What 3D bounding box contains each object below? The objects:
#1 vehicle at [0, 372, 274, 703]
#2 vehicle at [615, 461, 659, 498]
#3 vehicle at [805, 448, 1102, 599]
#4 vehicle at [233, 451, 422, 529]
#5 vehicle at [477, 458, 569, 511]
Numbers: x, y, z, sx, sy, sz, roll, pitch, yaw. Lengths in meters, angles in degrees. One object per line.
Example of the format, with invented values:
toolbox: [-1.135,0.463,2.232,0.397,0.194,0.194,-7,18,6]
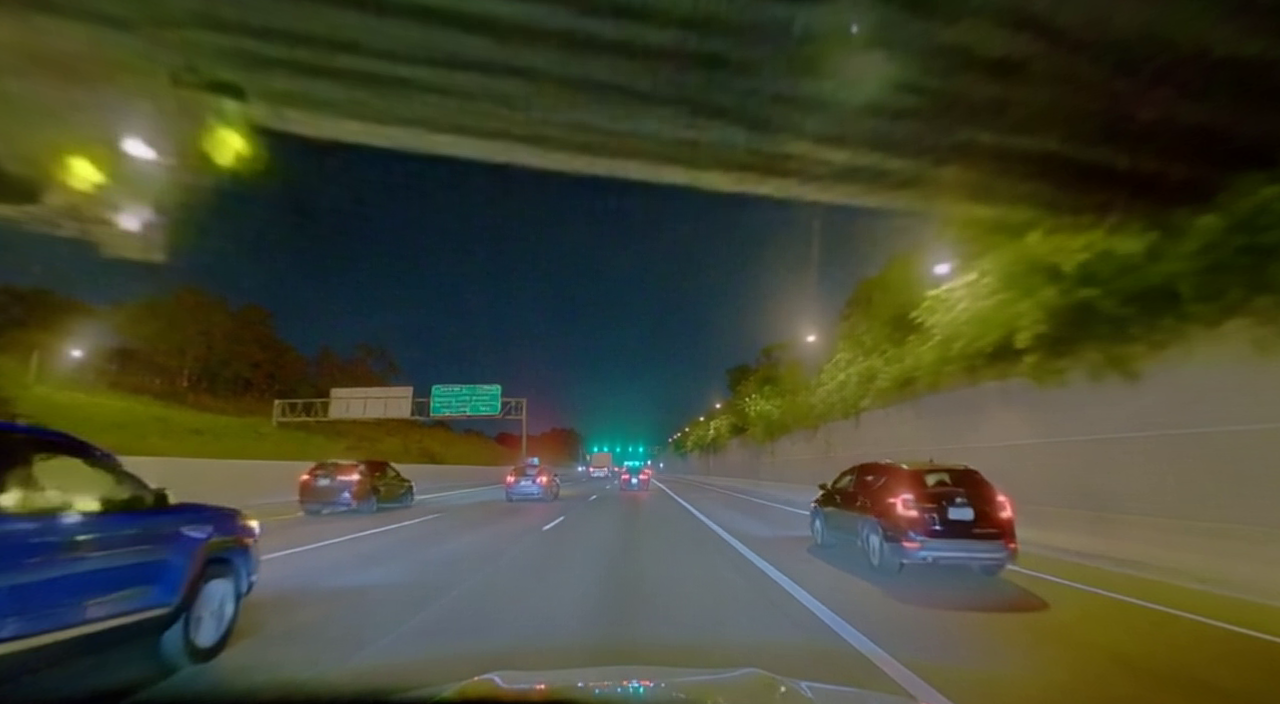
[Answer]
vehicle: [-3.955,0.908,2.700,2.069,1.699,4.452,1,-11,-1]
vehicle: [-0.145,6.106,30.251,1.992,1.601,3.762,1,-11,0]
vehicle: [3.869,2.203,8.773,1.992,1.557,4.017,1,-11,-1]
vehicle: [-7.238,3.263,15.326,2.142,1.545,4.708,1,-11,0]
vehicle: [-3.753,4.388,21.180,2.102,1.521,4.687,1,-11,1]
